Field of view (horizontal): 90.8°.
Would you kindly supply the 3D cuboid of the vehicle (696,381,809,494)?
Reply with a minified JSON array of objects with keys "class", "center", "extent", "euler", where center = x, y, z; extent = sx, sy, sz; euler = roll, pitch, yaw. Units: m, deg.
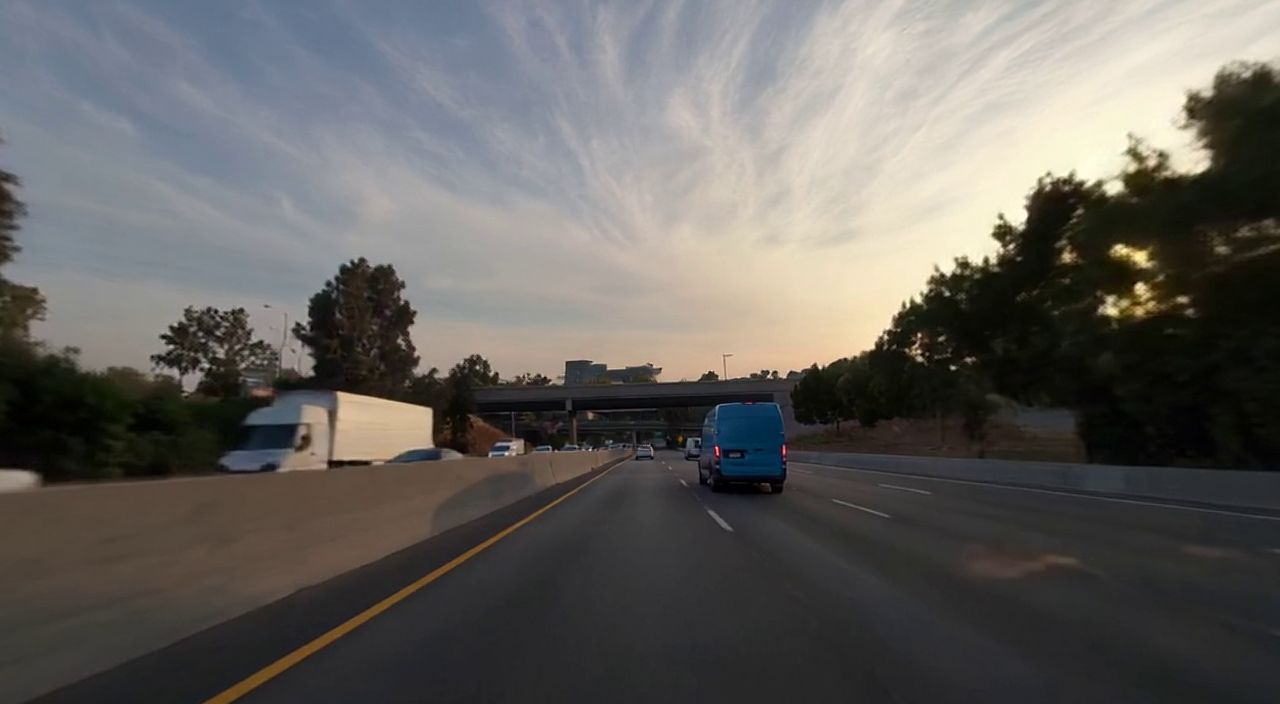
[{"class":"vehicle","center":[3.451,2.925,21.232],"extent":[2.460,3.155,6.902],"euler":[0,-9,0]}]

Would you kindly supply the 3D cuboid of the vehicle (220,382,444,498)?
[{"class":"vehicle","center":[-15.156,4.880,34.258],"extent":[3.234,4.648,17.365],"euler":[0,-9,1]}]

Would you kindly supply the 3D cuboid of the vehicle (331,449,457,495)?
[{"class":"vehicle","center":[-7.414,3.645,19.544],"extent":[2.186,1.241,4.084],"euler":[0,-9,1]}]
